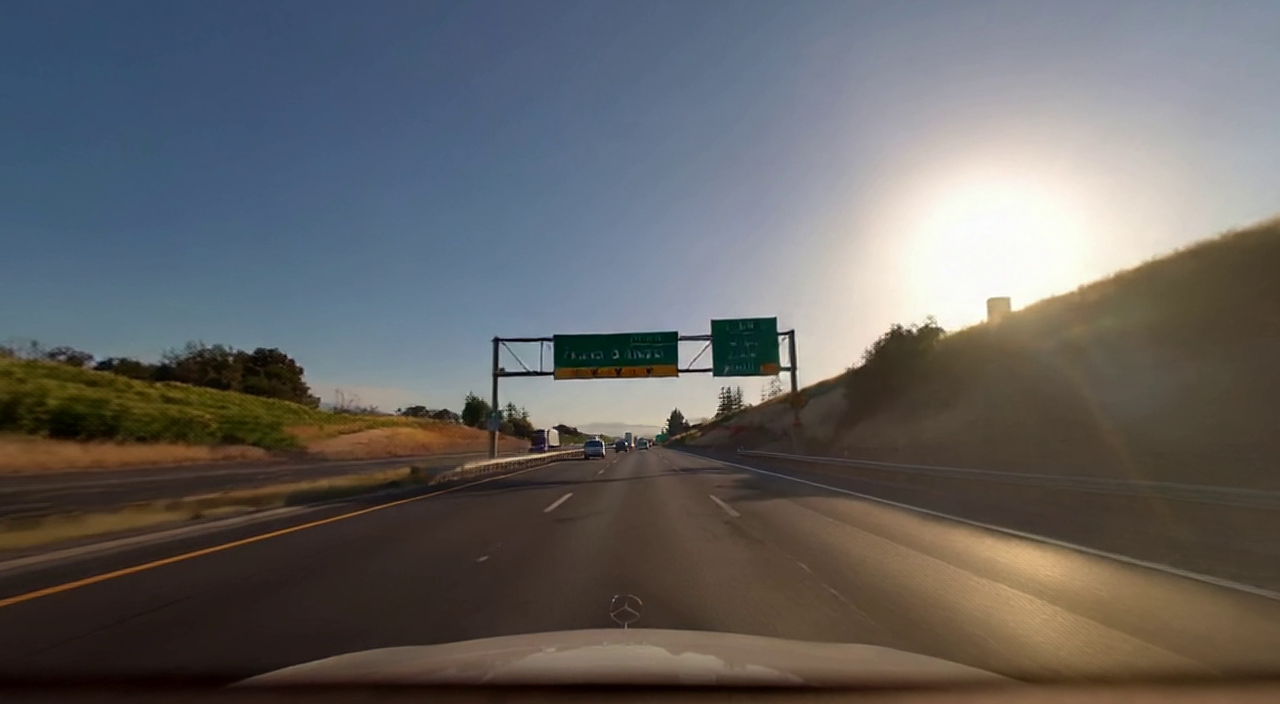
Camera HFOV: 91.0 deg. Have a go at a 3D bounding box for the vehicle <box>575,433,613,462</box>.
[{"bbox_3d":[-3.241,6.852,45.191,2.286,2.011,4.452,0,-8,1],"label":"vehicle"}]
